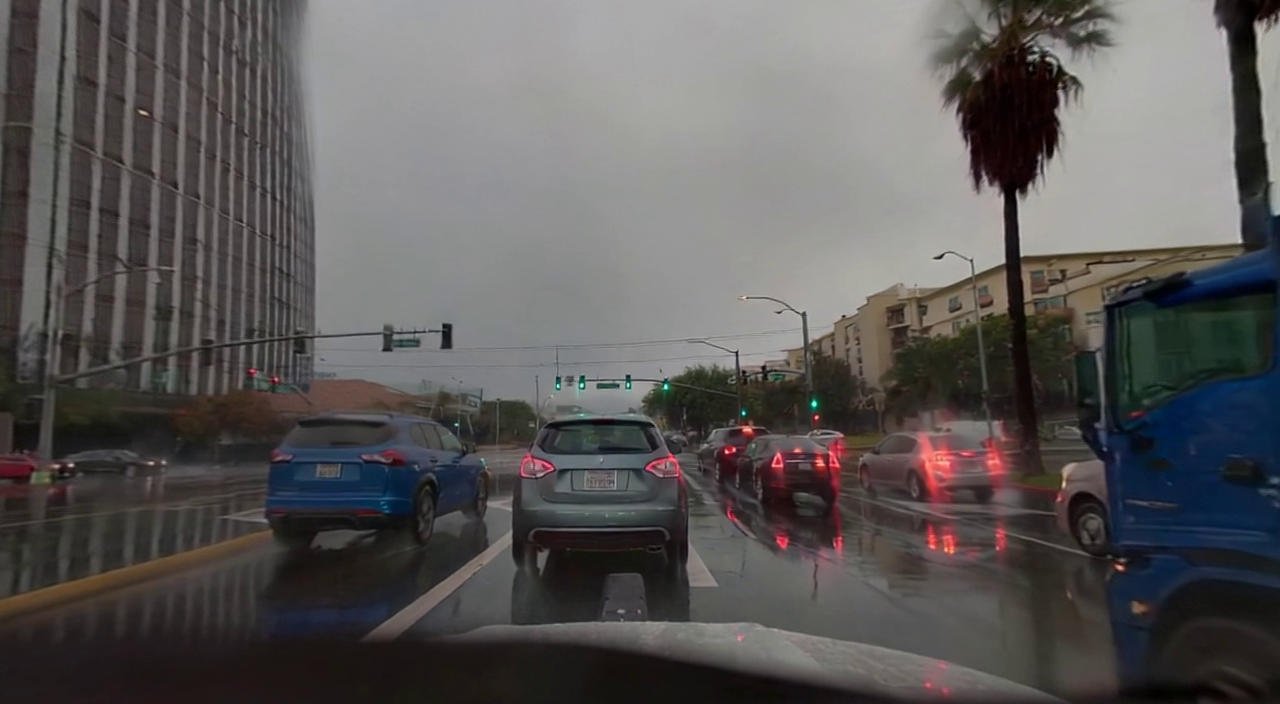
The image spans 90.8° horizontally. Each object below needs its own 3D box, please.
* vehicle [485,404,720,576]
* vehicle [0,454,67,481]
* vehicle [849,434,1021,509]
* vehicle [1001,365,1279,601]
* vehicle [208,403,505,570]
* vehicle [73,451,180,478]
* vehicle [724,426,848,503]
[{"bbox_3d":[-0.414,1.670,8.394,2.302,1.681,4.217,0,-8,-1],"label":"vehicle"},{"bbox_3d":[-42.512,7.840,42.902,4.867,1.689,1.971,1,-9,-9],"label":"vehicle"},{"bbox_3d":[6.500,2.663,14.575,1.764,1.451,4.300,0,-8,-2],"label":"vehicle"},{"bbox_3d":[6.479,1.306,6.659,2.130,1.979,5.310,0,-9,-1],"label":"vehicle"},{"bbox_3d":[-3.535,1.771,9.076,2.136,1.779,4.417,0,-8,1],"label":"vehicle"},{"bbox_3d":[-35.727,7.857,44.112,5.422,1.765,1.937,1,-9,-8],"label":"vehicle"},{"bbox_3d":[3.331,2.657,15.311,1.975,1.598,4.025,0,-8,-1],"label":"vehicle"}]
